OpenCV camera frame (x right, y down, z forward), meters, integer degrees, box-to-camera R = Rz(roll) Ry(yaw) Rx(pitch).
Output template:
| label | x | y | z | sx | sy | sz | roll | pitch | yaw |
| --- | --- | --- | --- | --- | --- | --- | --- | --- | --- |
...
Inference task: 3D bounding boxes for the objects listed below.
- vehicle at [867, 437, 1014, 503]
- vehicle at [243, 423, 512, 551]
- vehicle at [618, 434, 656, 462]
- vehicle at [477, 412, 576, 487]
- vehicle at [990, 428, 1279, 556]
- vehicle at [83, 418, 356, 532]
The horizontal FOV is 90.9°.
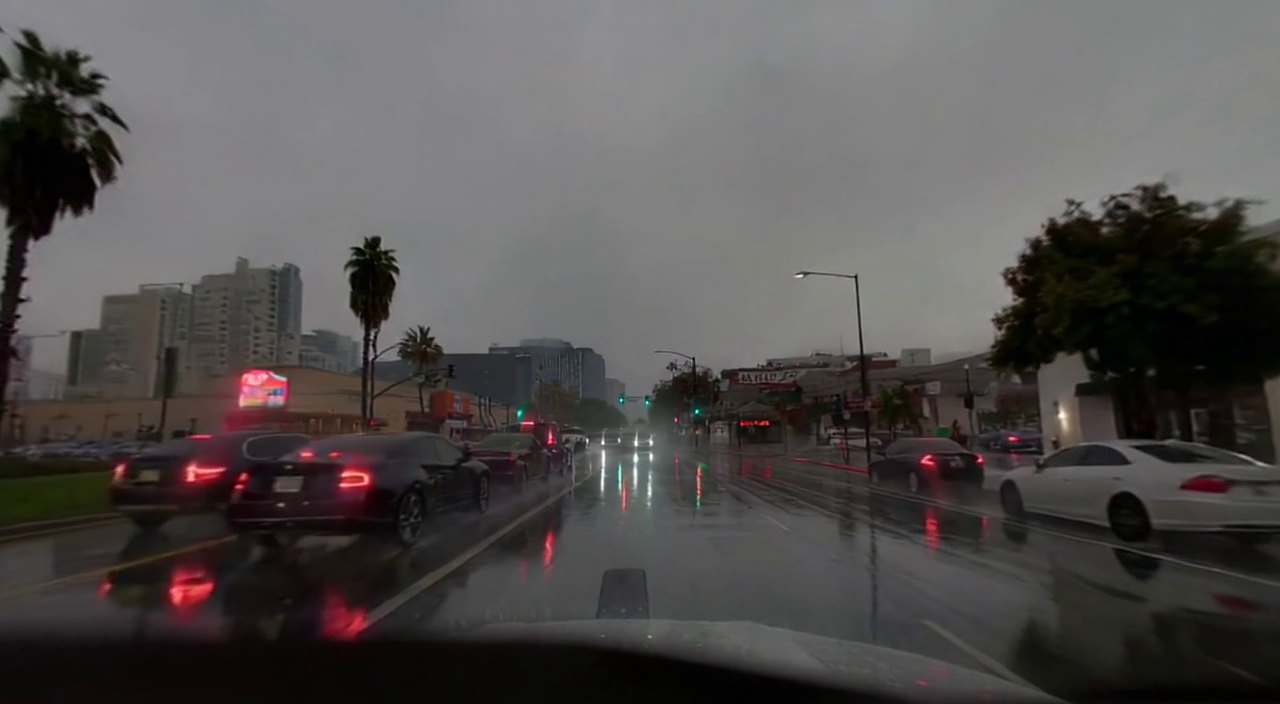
| label | x | y | z | sx | sy | sz | roll | pitch | yaw |
| --- | --- | --- | --- | --- | --- | --- | --- | --- | --- |
| vehicle | 7.744 | 3.060 | 16.775 | 1.888 | 1.496 | 4.294 | 0 | -9 | 2 |
| vehicle | -3.537 | 1.919 | 9.698 | 2.044 | 1.462 | 4.624 | 0 | -9 | 2 |
| vehicle | -0.146 | 5.571 | 36.468 | 2.092 | 1.497 | 4.446 | 0 | -9 | 0 |
| vehicle | -3.333 | 2.999 | 19.513 | 2.158 | 2.040 | 4.511 | 0 | -9 | 0 |
| vehicle | 7.774 | 2.049 | 9.964 | 1.985 | 1.549 | 4.404 | 0 | -9 | 1 |
| vehicle | -6.663 | 1.984 | 10.680 | 1.668 | 1.525 | 4.168 | 0 | -9 | 1 |
